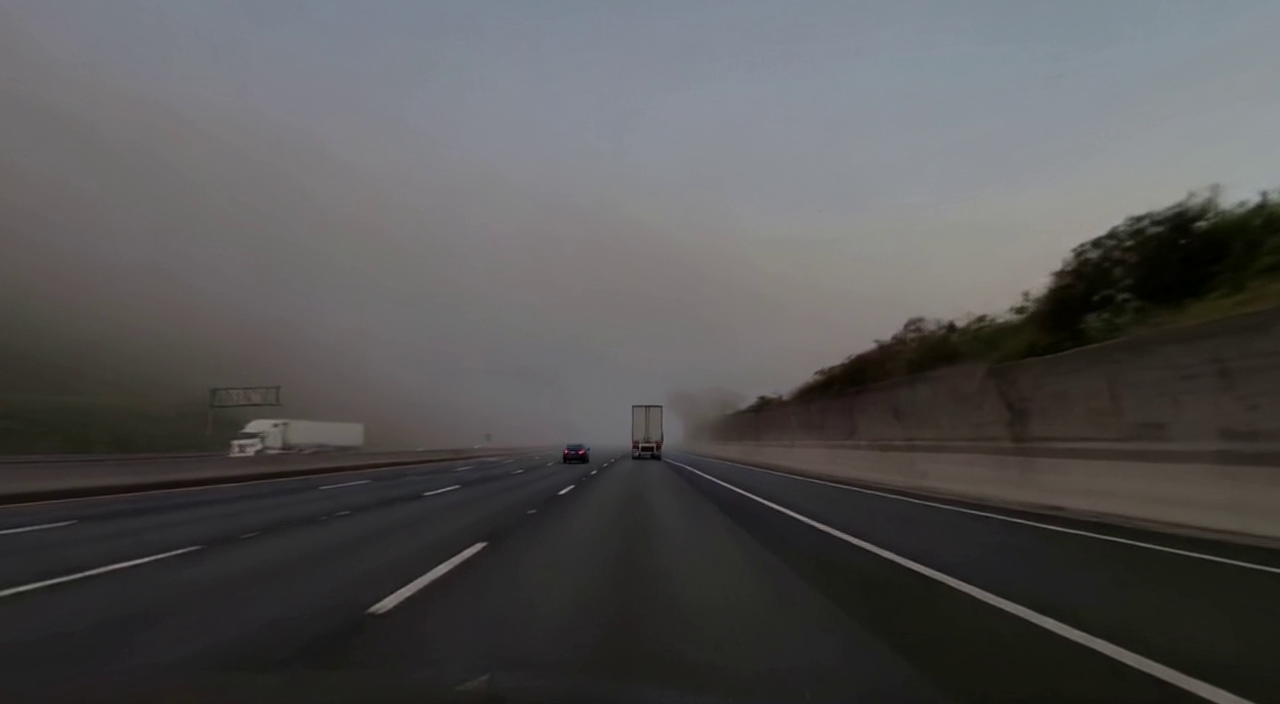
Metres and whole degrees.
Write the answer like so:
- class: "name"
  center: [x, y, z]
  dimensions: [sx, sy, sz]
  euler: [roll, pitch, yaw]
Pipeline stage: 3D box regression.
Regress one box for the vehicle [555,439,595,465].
- class: "vehicle"
  center: [-3.998, 6.255, 39.440]
  dimensions: [1.983, 1.508, 4.060]
  euler: [0, -9, 1]
